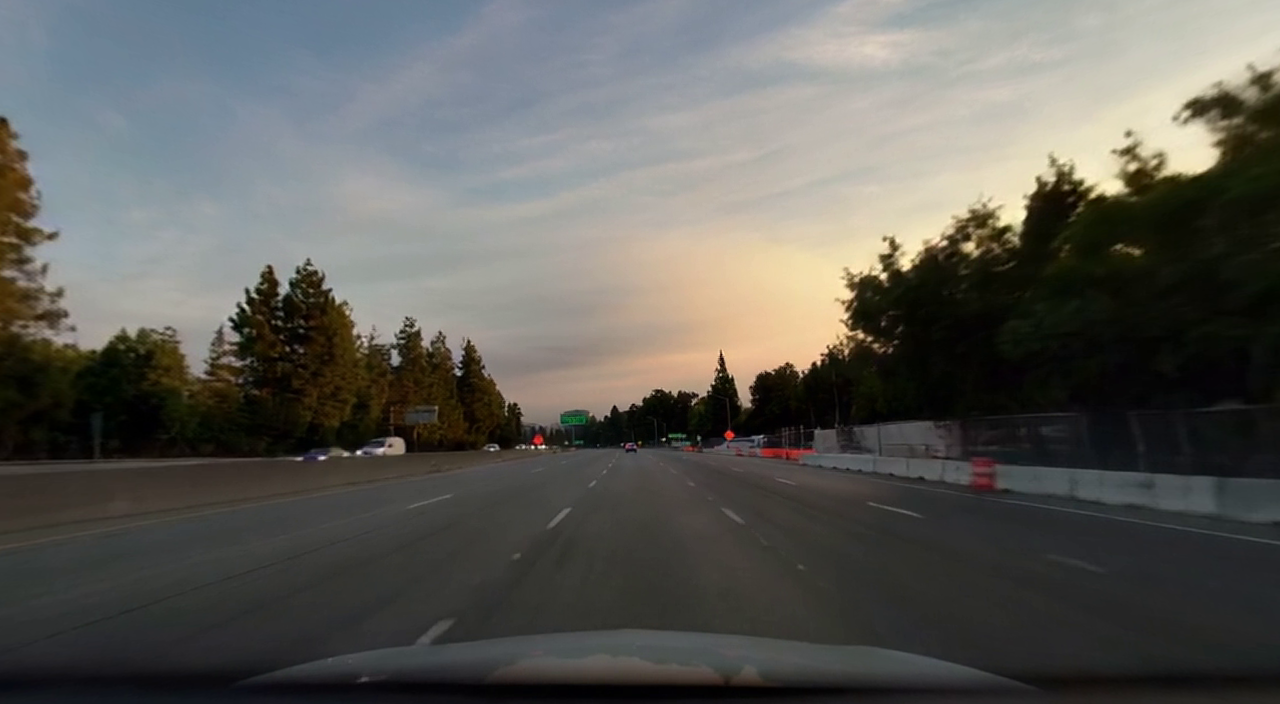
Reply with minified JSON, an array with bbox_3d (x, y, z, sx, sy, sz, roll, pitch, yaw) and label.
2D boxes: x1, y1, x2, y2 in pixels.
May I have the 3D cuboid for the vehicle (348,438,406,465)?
[{"bbox_3d":[-18.819,7.143,45.342,2.129,1.773,4.963,1,-9,-2],"label":"vehicle"}]

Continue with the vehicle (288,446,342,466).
[{"bbox_3d":[-25.324,8.111,49.245,1.935,1.497,4.619,1,-9,-2],"label":"vehicle"}]
